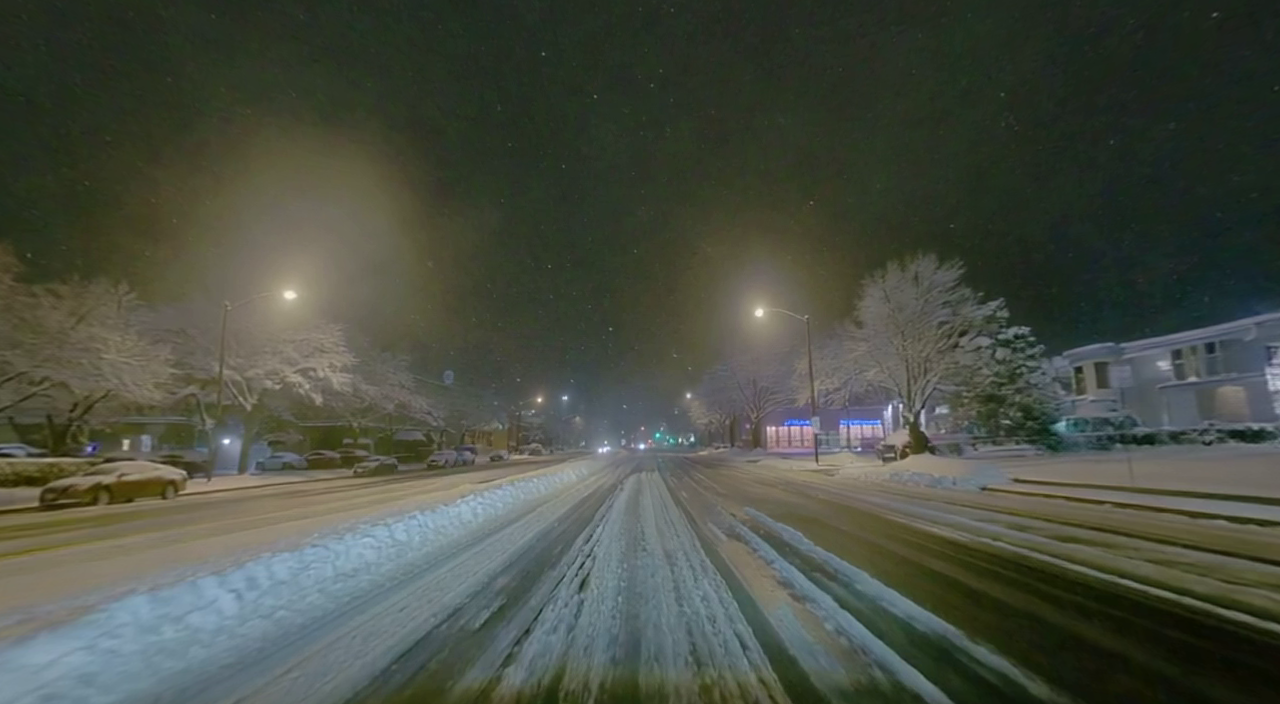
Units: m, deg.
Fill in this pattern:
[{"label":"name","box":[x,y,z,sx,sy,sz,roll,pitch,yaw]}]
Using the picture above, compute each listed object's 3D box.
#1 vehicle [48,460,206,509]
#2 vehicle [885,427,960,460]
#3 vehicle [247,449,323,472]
[{"label":"vehicle","box":[-19.679,5.062,24.467,2.068,1.479,4.889,-1,-8,0]},{"label":"vehicle","box":[16.784,5.516,37.653,2.151,1.814,5.129,0,-8,1]},{"label":"vehicle","box":[-27.459,8.406,48.695,4.573,1.633,2.016,1,-8,-5]}]
